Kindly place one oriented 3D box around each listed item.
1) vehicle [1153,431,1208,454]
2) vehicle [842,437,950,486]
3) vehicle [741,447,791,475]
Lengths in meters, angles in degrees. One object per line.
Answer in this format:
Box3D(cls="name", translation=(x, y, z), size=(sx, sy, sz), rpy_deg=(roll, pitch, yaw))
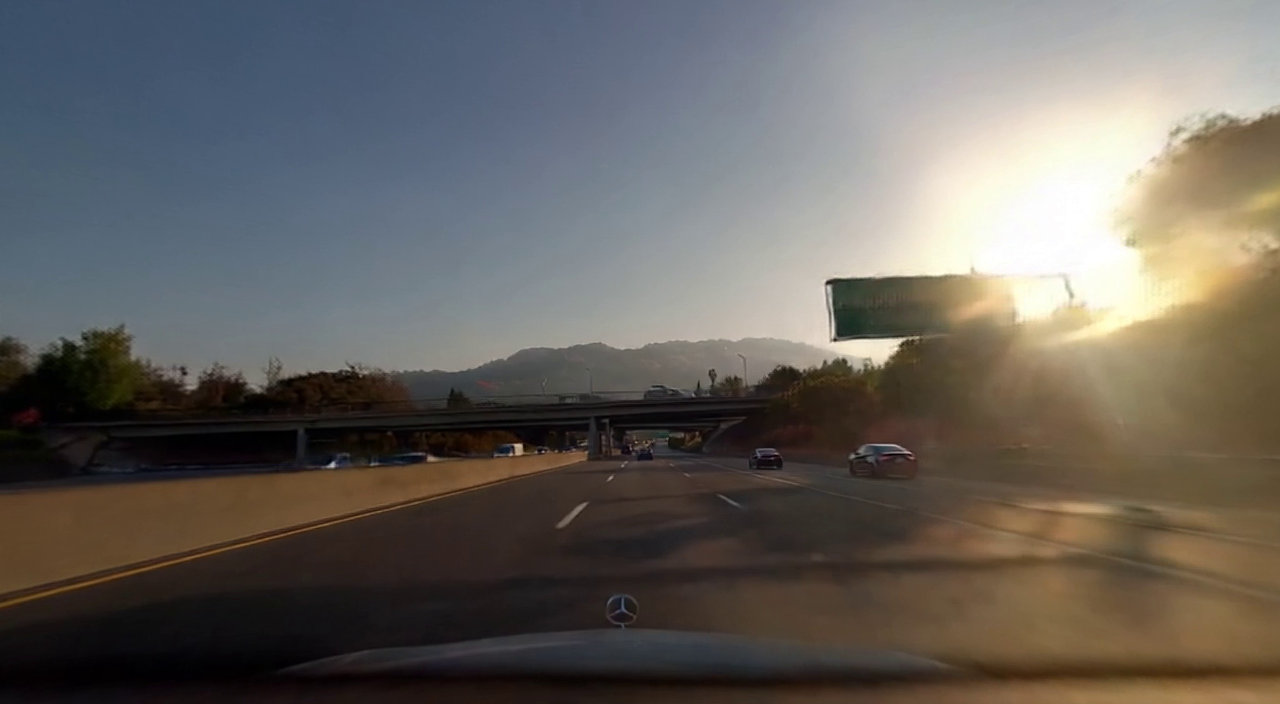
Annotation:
Box3D(cls="vehicle", translation=(41.866, 7.042, 48.857), size=(2.154, 1.660, 4.444), rpy_deg=(-5, -10, 27))
Box3D(cls="vehicle", translation=(11.110, 4.798, 27.943), size=(2.387, 1.936, 5.646), rpy_deg=(0, -9, 0))
Box3D(cls="vehicle", translation=(7.446, 6.451, 37.672), size=(2.053, 1.553, 4.463), rpy_deg=(0, -9, 0))
